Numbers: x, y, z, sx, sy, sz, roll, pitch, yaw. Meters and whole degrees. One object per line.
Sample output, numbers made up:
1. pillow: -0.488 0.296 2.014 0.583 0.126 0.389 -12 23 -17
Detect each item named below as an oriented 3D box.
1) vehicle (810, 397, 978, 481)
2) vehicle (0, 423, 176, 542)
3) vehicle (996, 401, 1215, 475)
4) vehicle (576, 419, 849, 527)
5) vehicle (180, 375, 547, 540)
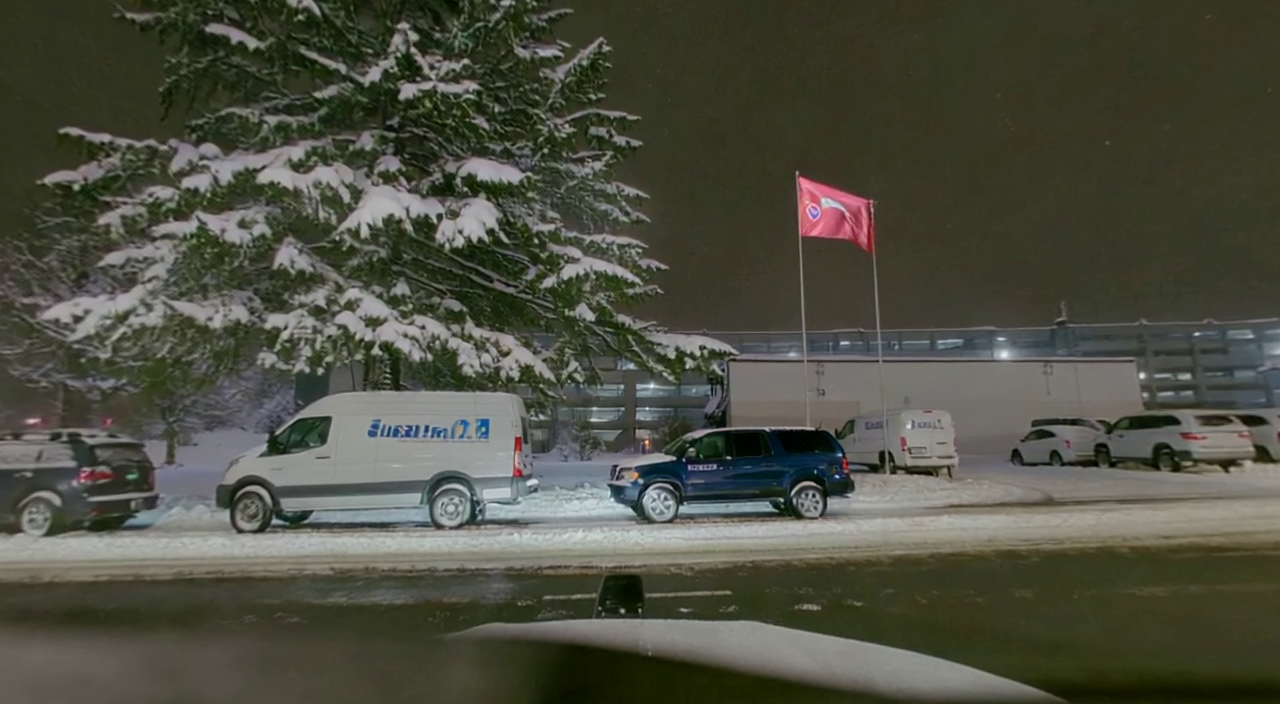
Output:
1. vehicle: 7.986 2.887 20.814 2.491 2.324 5.986 1 -8 -6
2. vehicle: -12.561 2.313 11.450 6.311 1.951 2.161 1 -8 -6
3. vehicle: 15.823 3.033 22.262 2.228 2.126 6.632 -1 -8 -5
4. vehicle: 1.278 2.331 12.563 4.992 1.894 2.043 1 -8 -7
5. vehicle: -4.825 1.950 12.090 5.899 2.757 2.257 1 -8 -6
